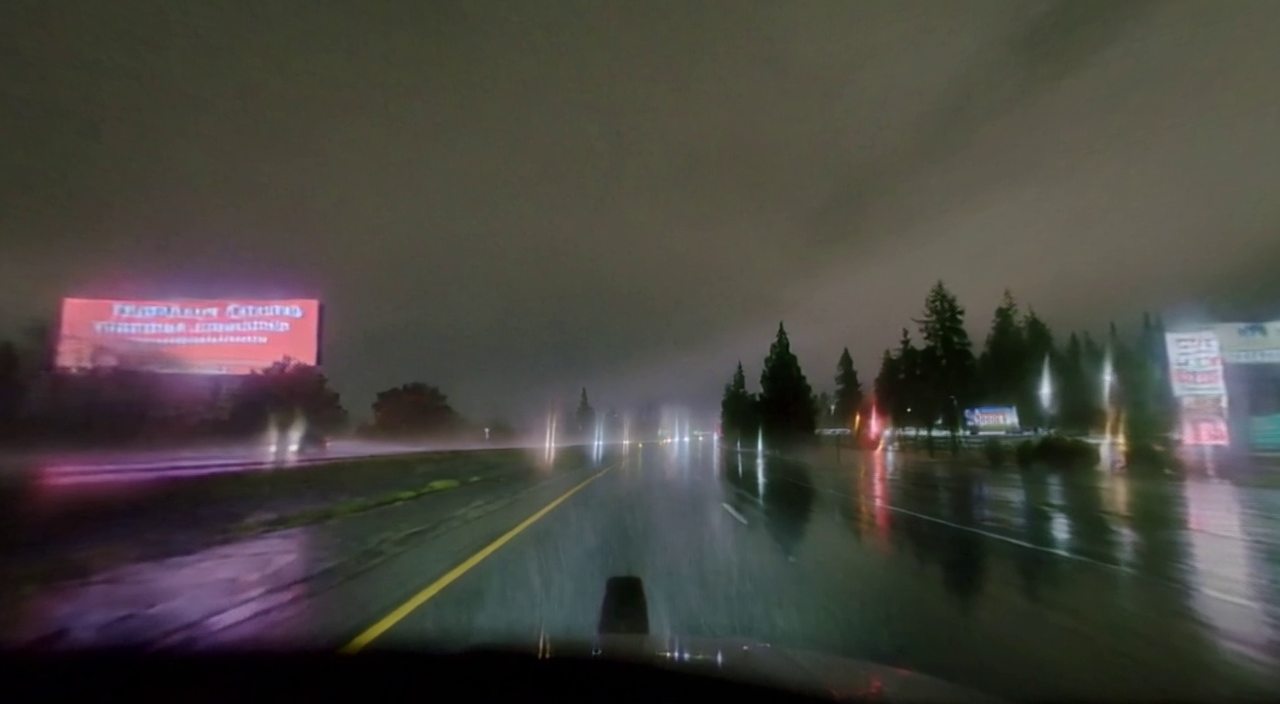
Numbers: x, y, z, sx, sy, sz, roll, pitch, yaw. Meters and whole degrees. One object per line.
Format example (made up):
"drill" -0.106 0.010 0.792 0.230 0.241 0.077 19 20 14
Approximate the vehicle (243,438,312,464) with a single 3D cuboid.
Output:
"vehicle" -26.906 7.380 46.989 2.105 1.813 5.077 0 -8 0
